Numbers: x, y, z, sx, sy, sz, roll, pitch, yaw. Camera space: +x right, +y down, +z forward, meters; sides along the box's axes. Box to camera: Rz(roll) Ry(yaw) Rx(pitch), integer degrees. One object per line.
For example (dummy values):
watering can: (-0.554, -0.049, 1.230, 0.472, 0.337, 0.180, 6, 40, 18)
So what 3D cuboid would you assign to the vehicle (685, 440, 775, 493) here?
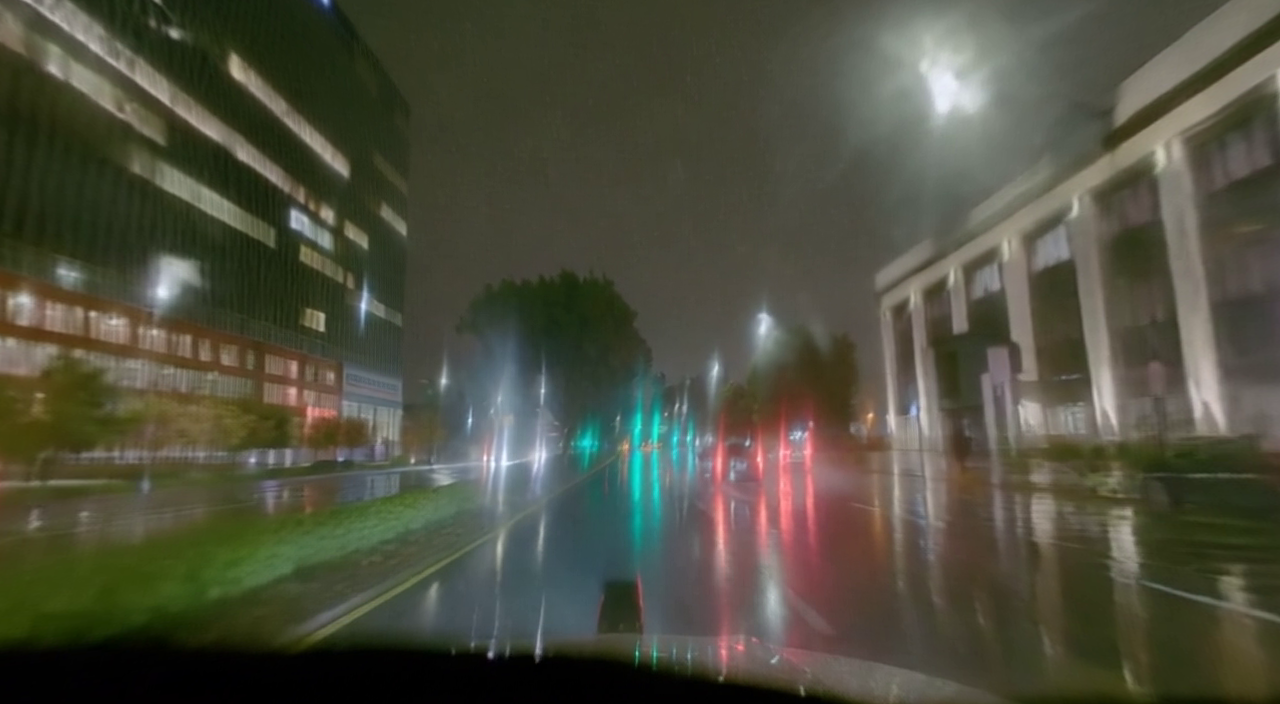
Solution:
vehicle: (2.739, 3.598, 20.344, 2.131, 1.491, 4.496, 0, -8, -1)

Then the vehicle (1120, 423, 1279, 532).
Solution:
vehicle: (9.954, 1.831, 9.373, 2.003, 1.511, 4.670, 0, -8, 0)

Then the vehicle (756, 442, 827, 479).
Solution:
vehicle: (6.357, 4.570, 26.960, 1.912, 1.411, 4.380, 0, -8, 0)
